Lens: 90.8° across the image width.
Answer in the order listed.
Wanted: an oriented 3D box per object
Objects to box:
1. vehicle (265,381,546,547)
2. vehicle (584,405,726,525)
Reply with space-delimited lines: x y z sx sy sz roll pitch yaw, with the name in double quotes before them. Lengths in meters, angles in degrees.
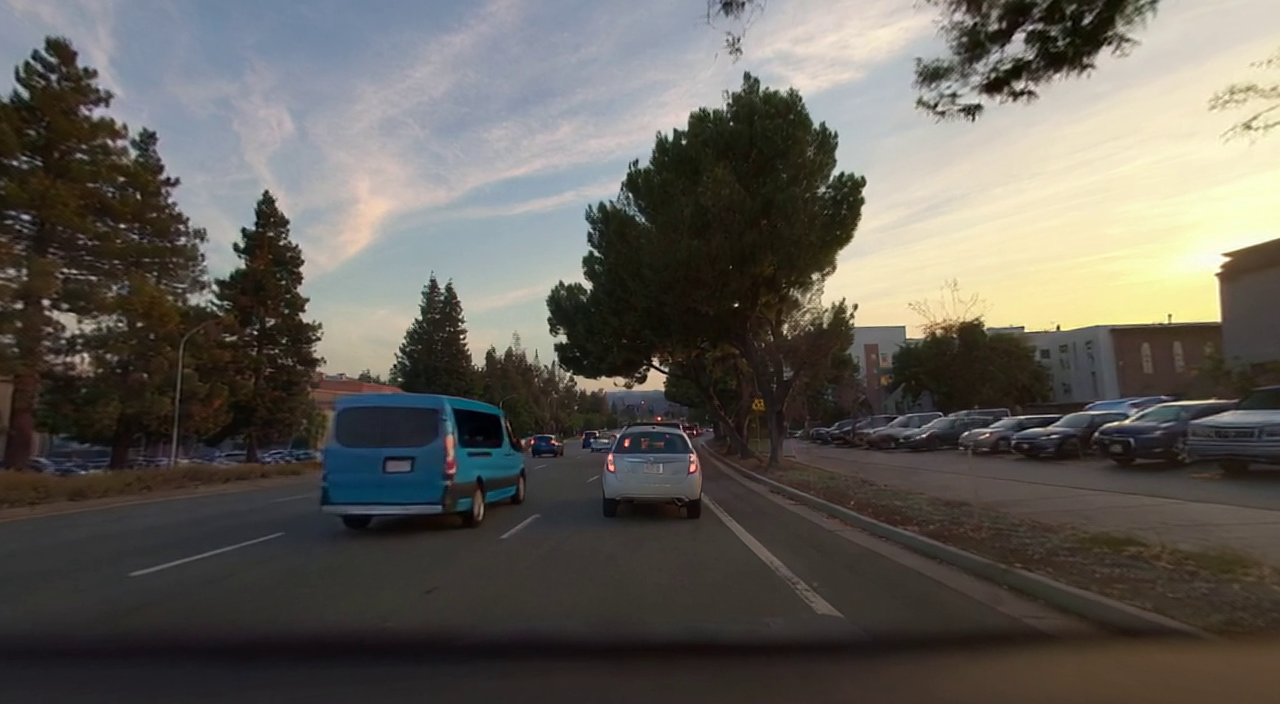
"vehicle" -3.366 1.808 10.745 2.486 2.074 5.456 0 -9 2
"vehicle" 0.292 2.056 11.885 2.173 1.830 4.189 0 -9 2
